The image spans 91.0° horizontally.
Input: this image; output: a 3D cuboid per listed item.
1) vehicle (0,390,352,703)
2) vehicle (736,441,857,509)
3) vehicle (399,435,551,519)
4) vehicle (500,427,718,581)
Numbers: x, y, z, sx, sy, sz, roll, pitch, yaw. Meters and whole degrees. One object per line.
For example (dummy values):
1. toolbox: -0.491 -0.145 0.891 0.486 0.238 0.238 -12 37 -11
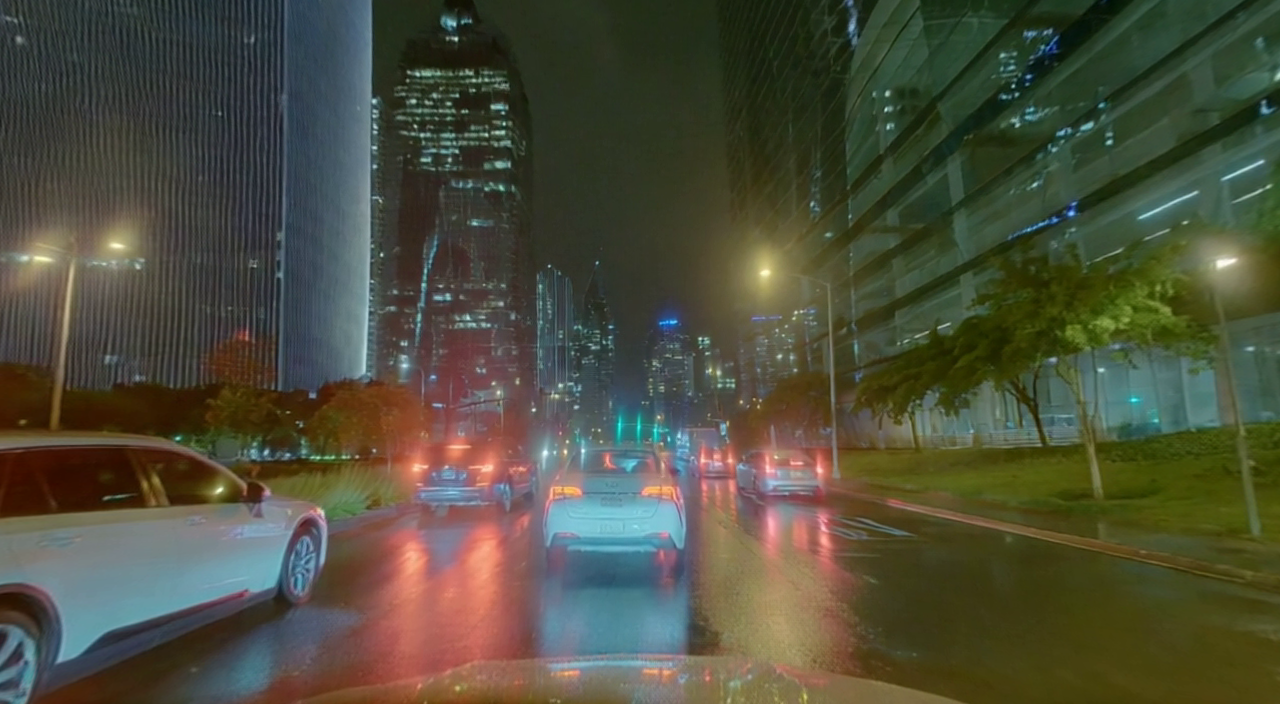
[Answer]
1. vehicle: -3.555 1.071 3.550 1.933 1.520 4.195 0 -9 -1
2. vehicle: 3.839 3.078 16.255 1.940 1.514 4.187 0 -9 -1
3. vehicle: -3.341 2.632 13.820 2.044 1.508 4.479 0 -9 1
4. vehicle: -0.247 1.848 8.529 2.174 1.509 4.374 0 -9 2
